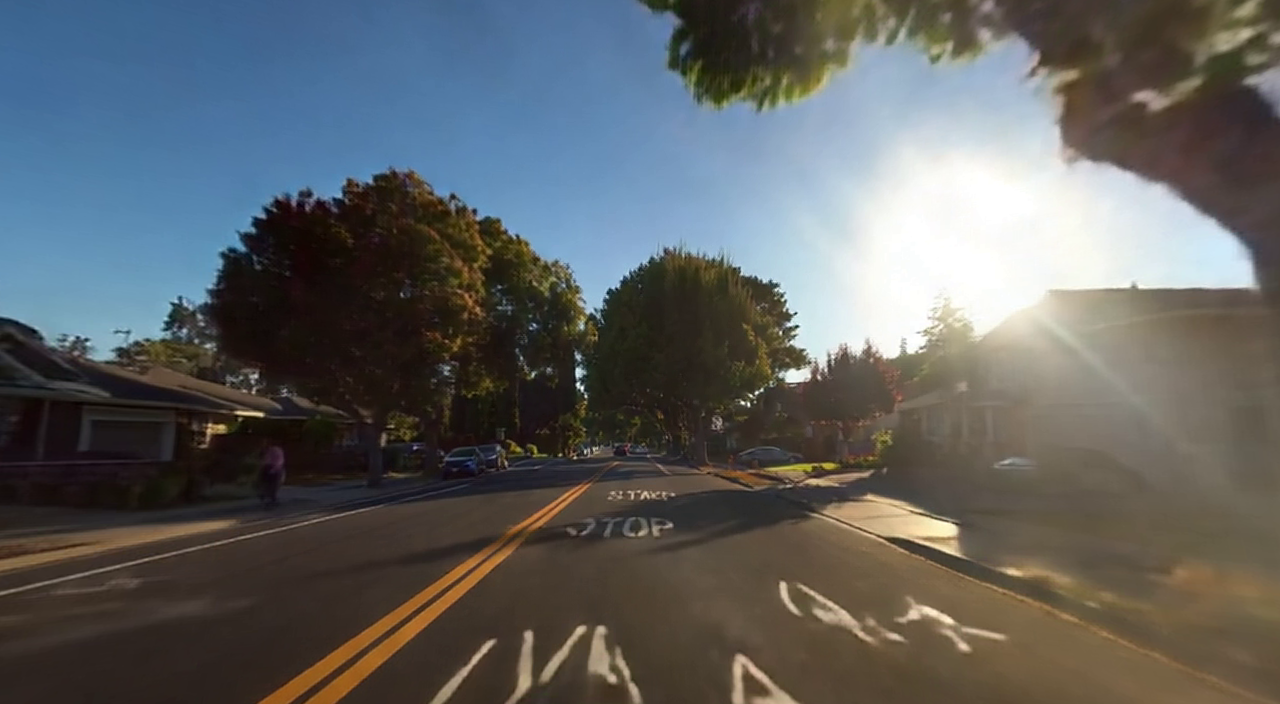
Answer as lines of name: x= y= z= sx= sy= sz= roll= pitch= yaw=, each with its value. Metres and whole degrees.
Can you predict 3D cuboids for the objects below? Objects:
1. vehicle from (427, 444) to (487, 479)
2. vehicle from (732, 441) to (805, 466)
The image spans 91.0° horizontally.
vehicle: x=-9.354 y=5.587 z=32.473 sx=1.998 sy=1.684 sz=4.180 roll=1 pitch=-8 yaw=-3
vehicle: x=8.097 y=6.428 z=40.016 sx=4.438 sy=1.466 sz=1.943 roll=-1 pitch=-8 yaw=8
